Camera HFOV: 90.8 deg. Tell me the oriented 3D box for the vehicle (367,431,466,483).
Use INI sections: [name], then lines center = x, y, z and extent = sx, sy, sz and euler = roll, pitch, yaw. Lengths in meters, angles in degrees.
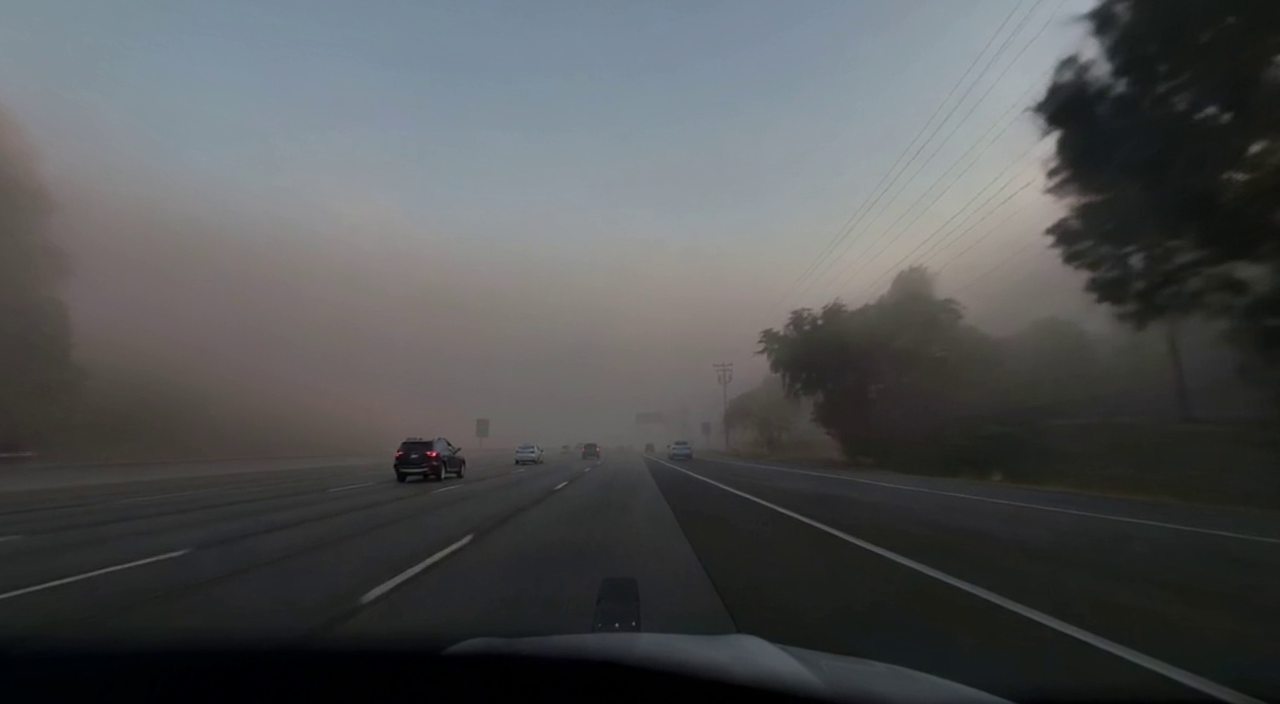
[vehicle]
center = -8.633, 4.108, 24.990
extent = 2.115, 1.799, 5.444
euler = 0, -9, -2
